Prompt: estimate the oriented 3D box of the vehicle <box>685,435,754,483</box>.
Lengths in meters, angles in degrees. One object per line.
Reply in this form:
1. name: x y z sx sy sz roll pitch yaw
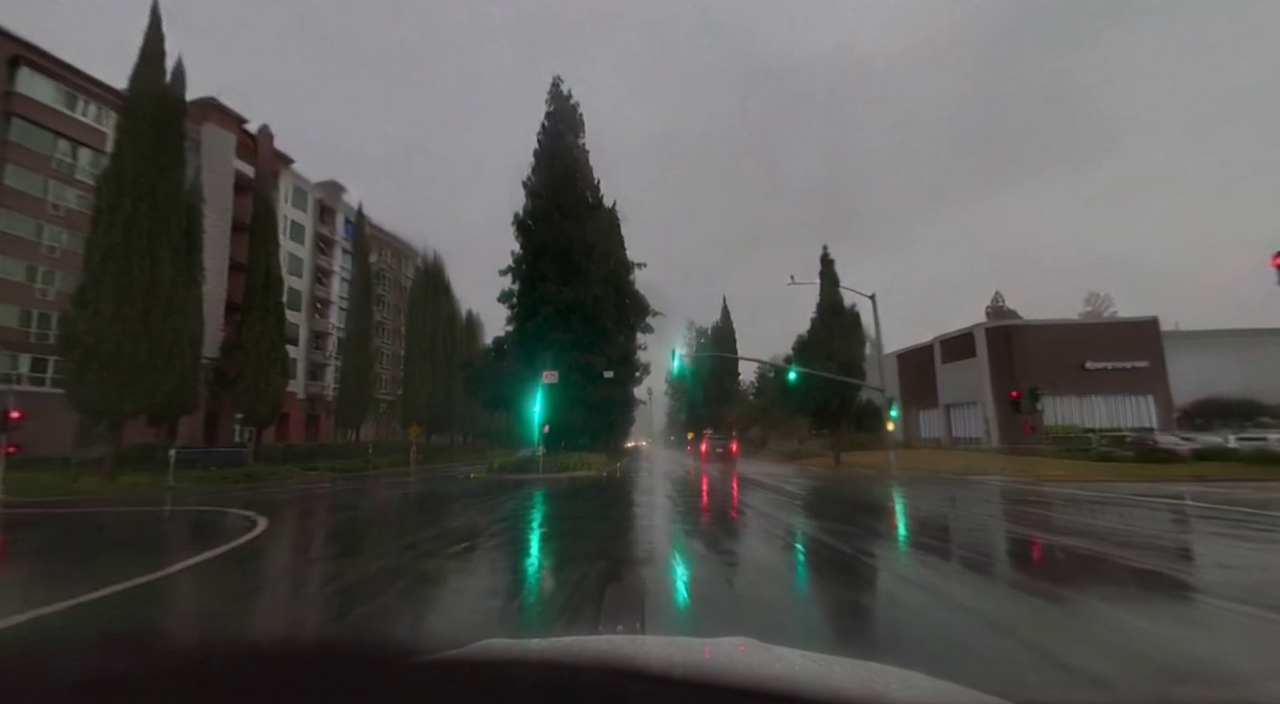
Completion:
1. vehicle: 3.192 4.404 26.285 2.095 1.759 4.862 0 -9 -2
